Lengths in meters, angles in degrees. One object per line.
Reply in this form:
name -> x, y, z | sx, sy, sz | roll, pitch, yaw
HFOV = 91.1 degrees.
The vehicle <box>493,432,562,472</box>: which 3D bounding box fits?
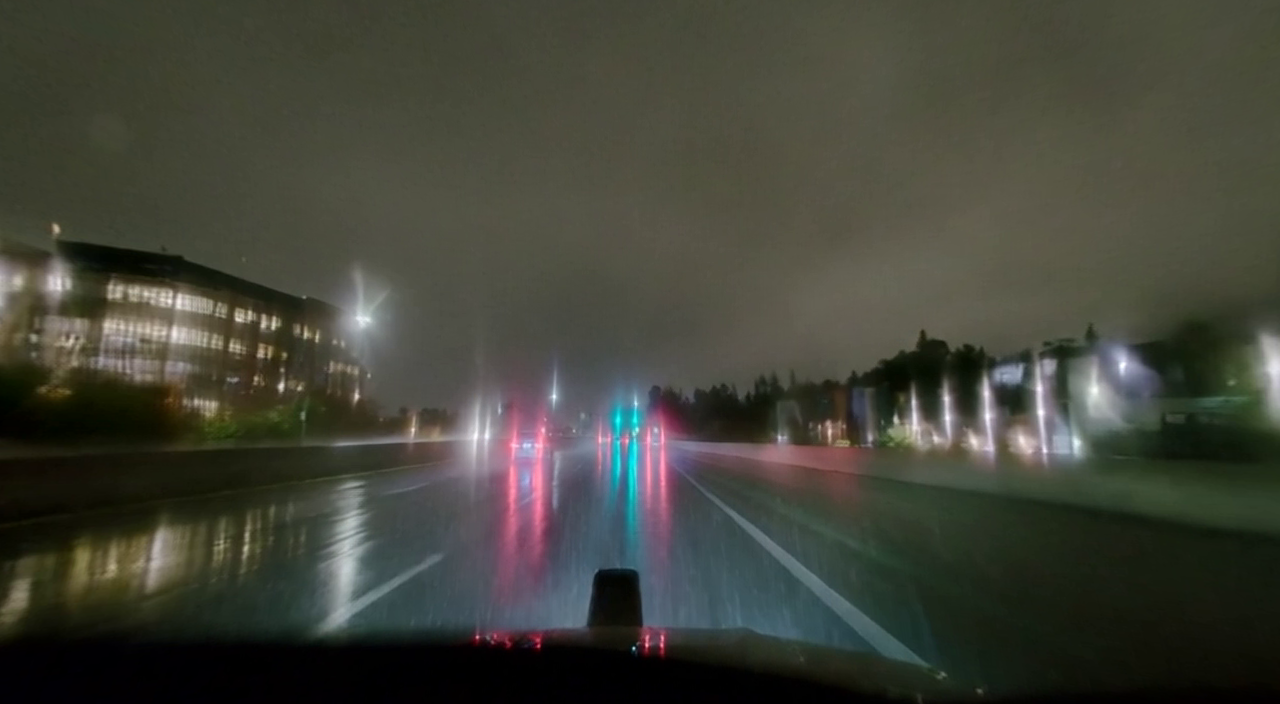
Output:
vehicle -> -4.459, 4.018, 25.629 | 1.996, 1.490, 4.571 | 0, -8, 0
